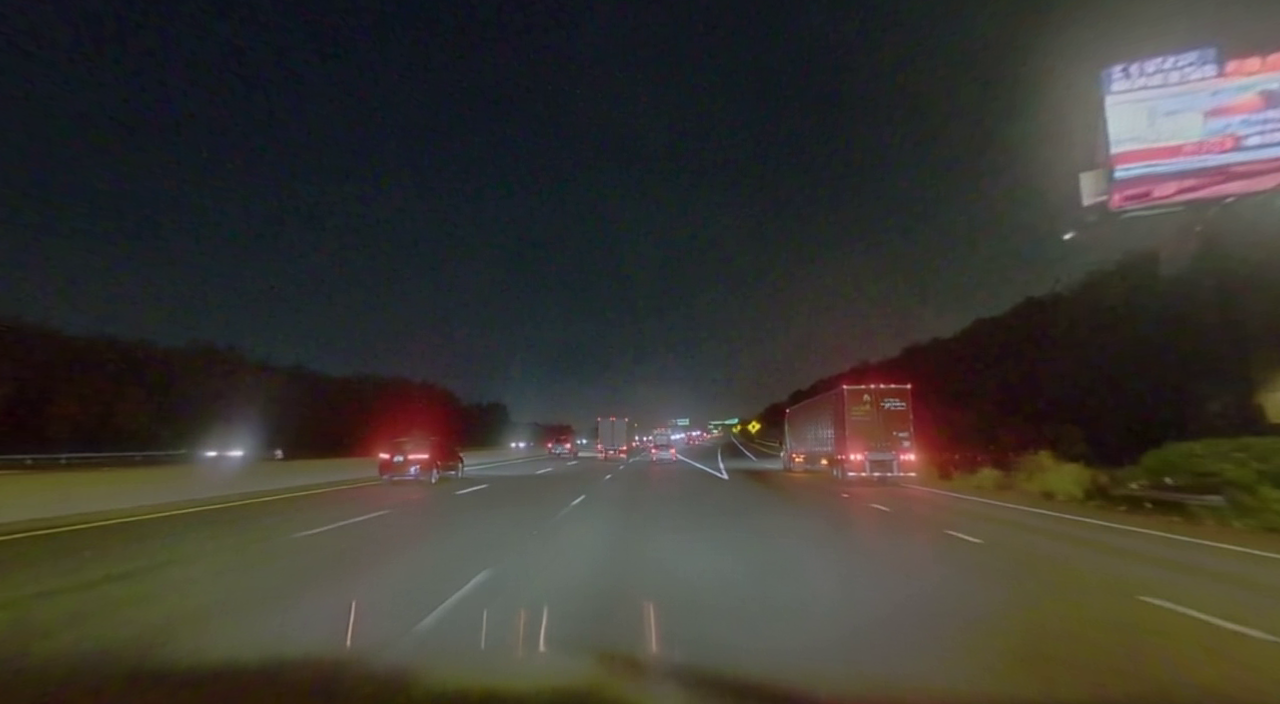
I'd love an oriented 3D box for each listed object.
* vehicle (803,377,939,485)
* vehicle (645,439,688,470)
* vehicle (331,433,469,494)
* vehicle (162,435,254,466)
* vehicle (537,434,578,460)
[{"bbox_3d":[8.537,3.149,24.543,2.895,3.484,7.631,-1,-9,5],"label":"vehicle"},{"bbox_3d":[1.352,5.391,33.318,2.105,1.502,4.068,0,-8,1],"label":"vehicle"},{"bbox_3d":[-6.588,3.110,17.986,1.950,1.485,4.589,0,-9,3],"label":"vehicle"},{"bbox_3d":[-27.328,6.244,40.150,2.144,1.833,4.973,0,-9,2],"label":"vehicle"},{"bbox_3d":[-6.209,7.277,48.221,2.272,1.850,5.156,0,-8,2],"label":"vehicle"}]
